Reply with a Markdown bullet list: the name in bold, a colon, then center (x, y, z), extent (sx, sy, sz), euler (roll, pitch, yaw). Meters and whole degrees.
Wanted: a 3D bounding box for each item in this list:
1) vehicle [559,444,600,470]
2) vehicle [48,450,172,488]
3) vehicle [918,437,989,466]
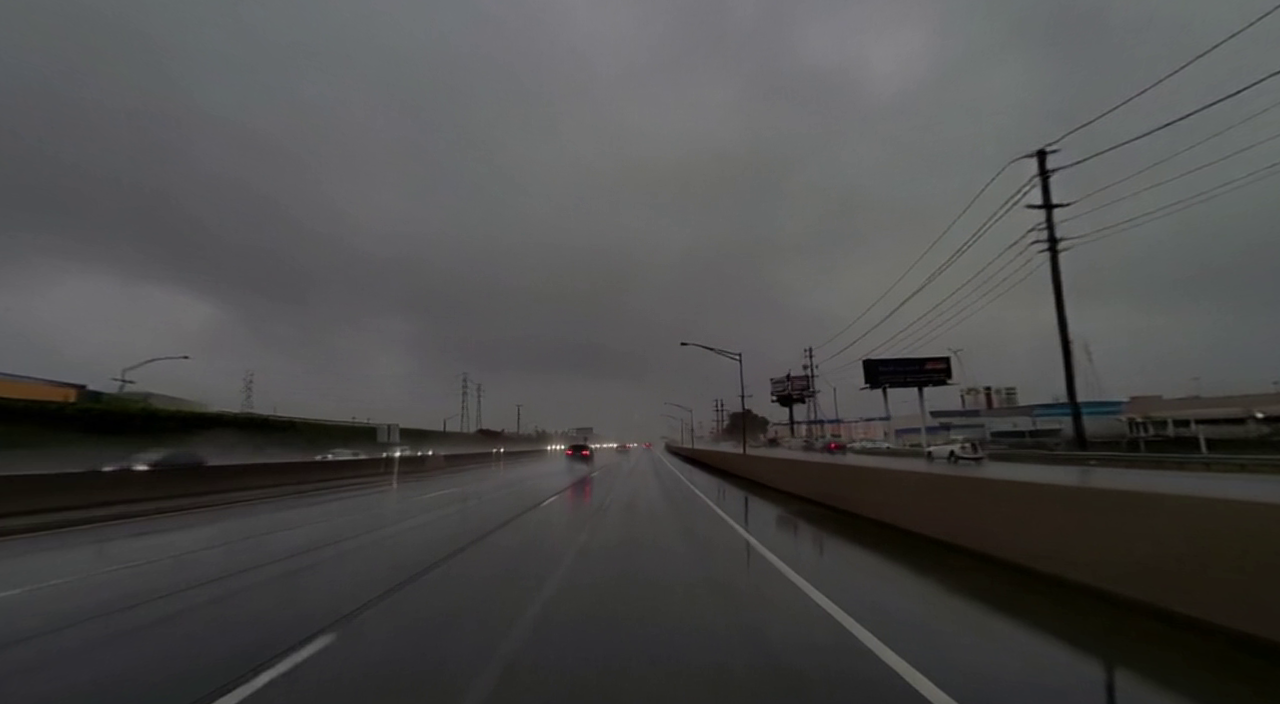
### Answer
- **vehicle**: center (-3.617, 6.385, 38.693), extent (1.940, 1.479, 4.545), euler (0, -9, 1)
- **vehicle**: center (-25.015, 5.500, 30.105), extent (1.812, 1.487, 4.833), euler (-3, -8, 0)
- **vehicle**: center (19.016, 6.033, 38.547), extent (1.842, 1.639, 4.554), euler (0, -9, -2)
